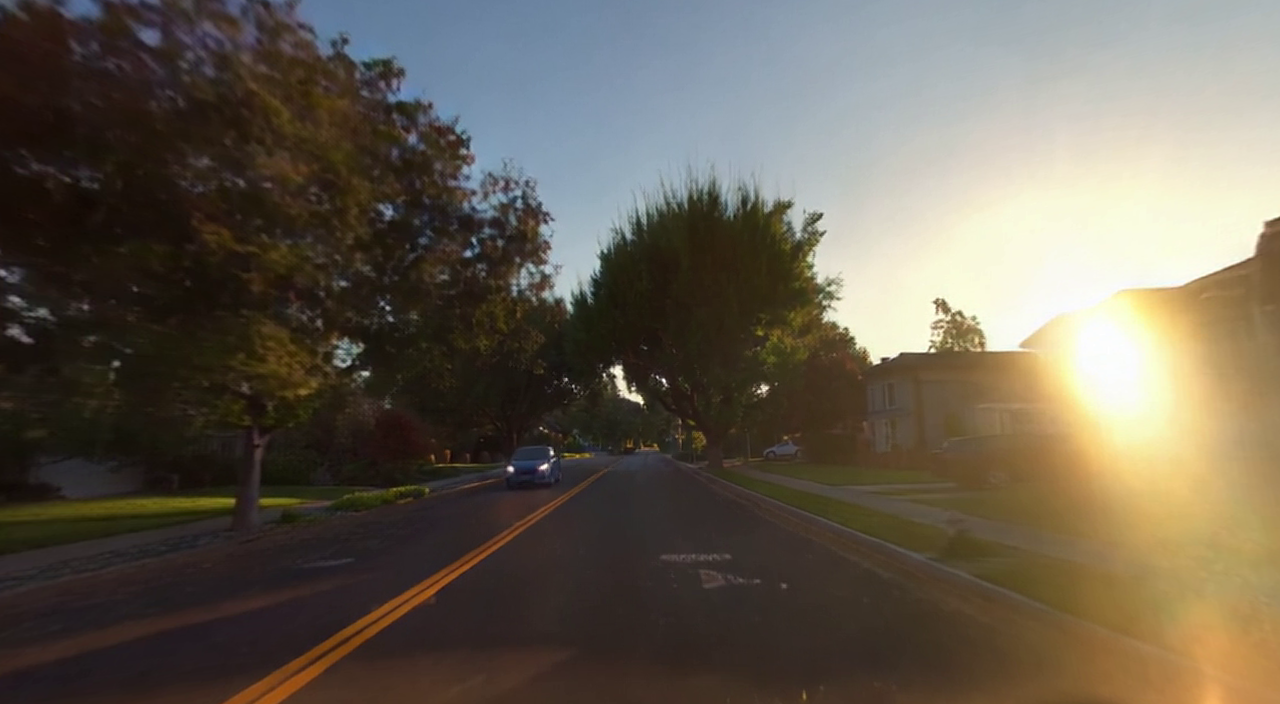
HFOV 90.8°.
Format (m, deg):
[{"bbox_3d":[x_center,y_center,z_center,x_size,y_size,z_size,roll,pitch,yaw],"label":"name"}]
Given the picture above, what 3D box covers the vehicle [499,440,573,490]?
[{"bbox_3d":[-4.107,4.554,25.808,2.161,1.798,4.627,0,-9,1],"label":"vehicle"}]
